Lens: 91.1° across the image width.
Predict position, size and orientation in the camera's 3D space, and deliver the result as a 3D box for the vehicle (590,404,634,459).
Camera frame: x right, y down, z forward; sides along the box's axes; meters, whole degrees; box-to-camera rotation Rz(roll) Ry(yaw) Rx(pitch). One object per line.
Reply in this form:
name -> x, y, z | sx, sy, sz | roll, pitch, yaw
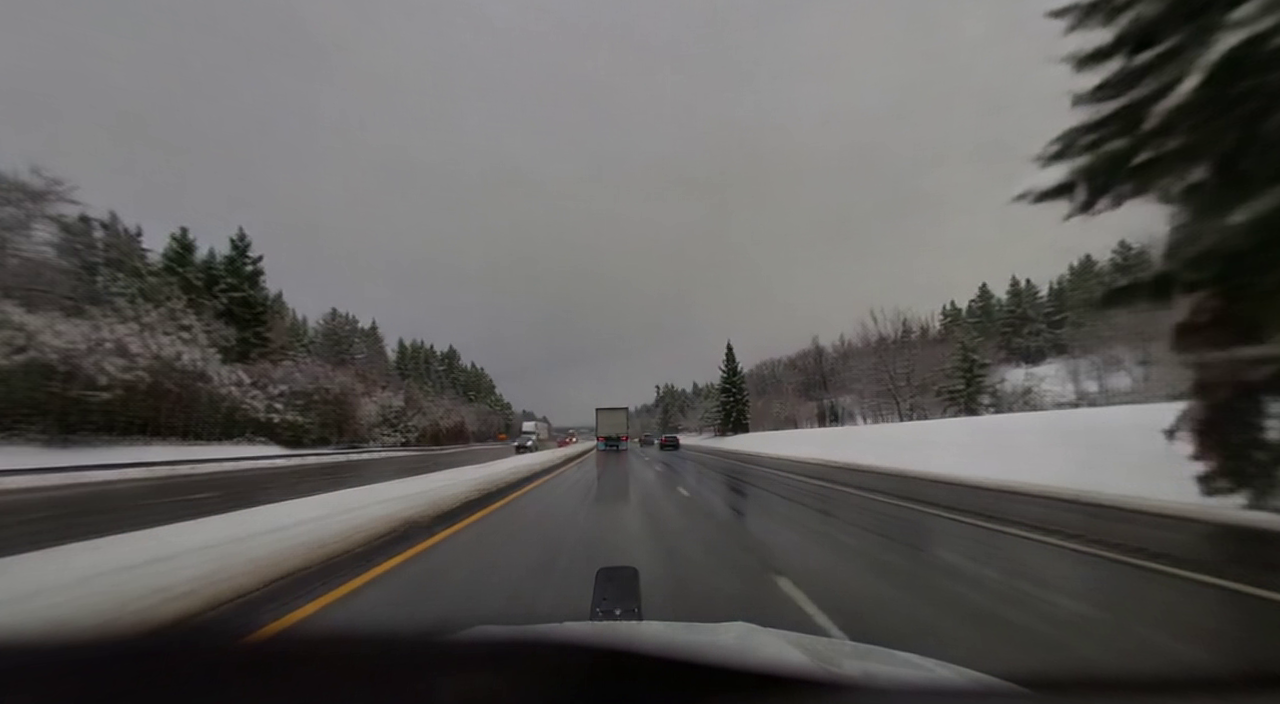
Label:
vehicle -> -1.742, 4.972, 39.139 | 2.450, 3.098, 6.965 | 0, -8, -2
